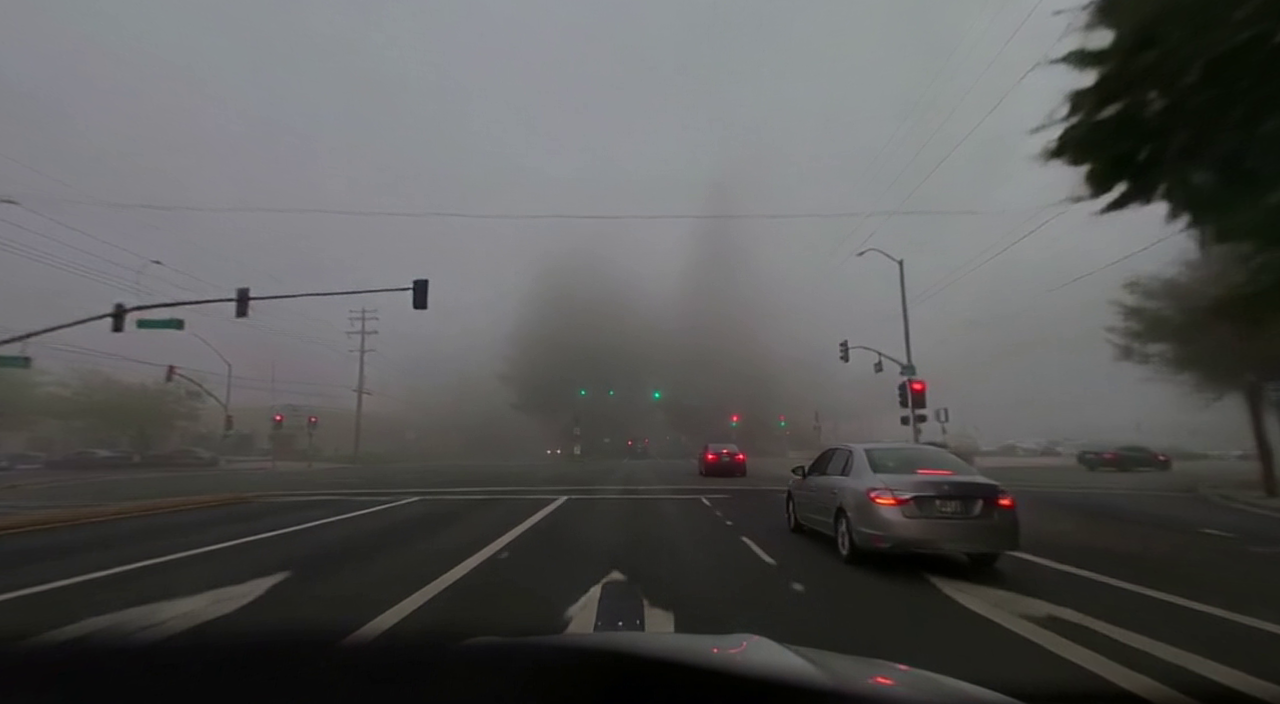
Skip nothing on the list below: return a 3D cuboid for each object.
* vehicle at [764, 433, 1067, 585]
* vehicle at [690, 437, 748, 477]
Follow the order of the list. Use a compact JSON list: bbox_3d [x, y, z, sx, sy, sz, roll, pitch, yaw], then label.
[{"bbox_3d":[3.120,1.846,8.408,2.004,1.455,4.417,0,-8,-1],"label":"vehicle"},{"bbox_3d":[3.593,4.823,29.402,2.128,1.699,4.222,0,-8,0],"label":"vehicle"}]
